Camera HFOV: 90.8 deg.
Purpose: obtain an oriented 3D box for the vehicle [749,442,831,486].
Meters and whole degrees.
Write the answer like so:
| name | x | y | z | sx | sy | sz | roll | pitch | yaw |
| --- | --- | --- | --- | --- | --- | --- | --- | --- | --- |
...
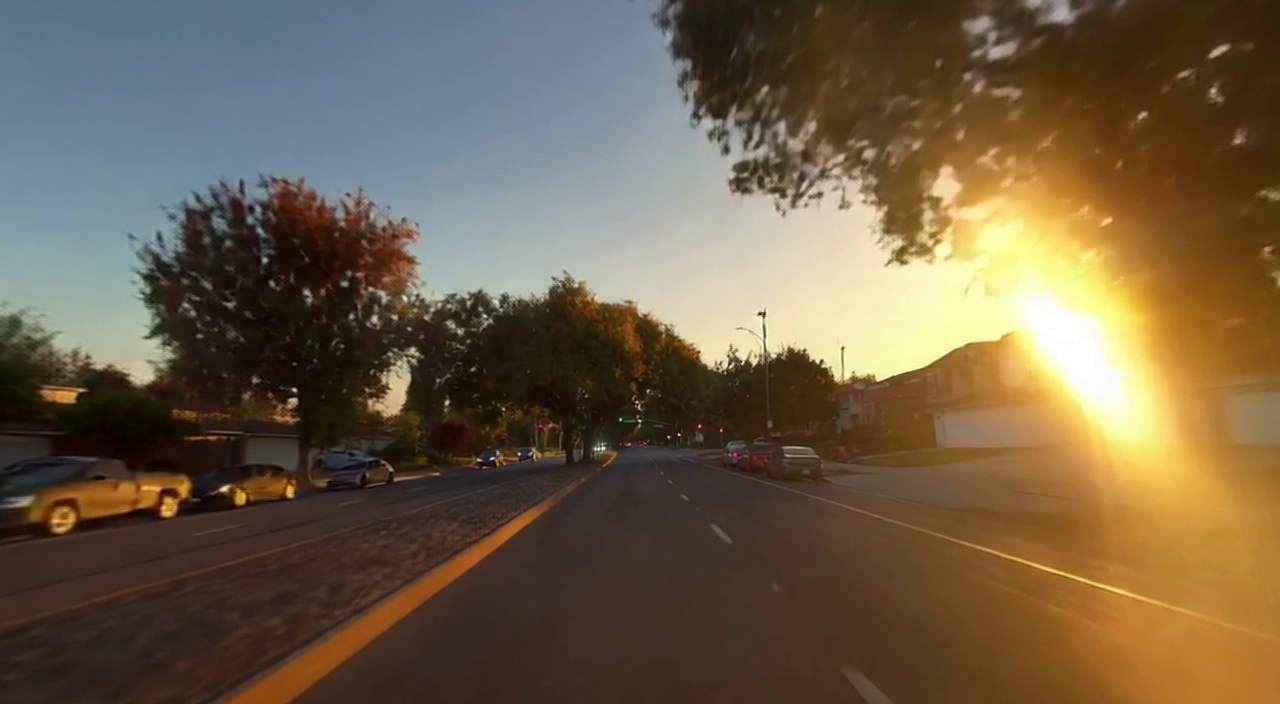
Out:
| name | x | y | z | sx | sy | sz | roll | pitch | yaw |
| --- | --- | --- | --- | --- | --- | --- | --- | --- | --- |
| vehicle | 5.550 | 4.170 | 23.920 | 1.875 | 1.466 | 4.355 | 0 | -8 | -2 |

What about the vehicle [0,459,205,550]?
| name | x | y | z | sx | sy | sz | roll | pitch | yaw |
| --- | --- | --- | --- | --- | --- | --- | --- | --- | --- |
| vehicle | -12.732 | 3.367 | 14.644 | 2.078 | 1.618 | 4.650 | 0 | -8 | -2 |

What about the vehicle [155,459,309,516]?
| name | x | y | z | sx | sy | sz | roll | pitch | yaw |
| --- | --- | --- | --- | --- | --- | --- | --- | --- | --- |
| vehicle | -12.794 | 4.248 | 20.268 | 1.817 | 1.485 | 4.687 | 0 | -8 | 0 |

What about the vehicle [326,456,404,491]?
| name | x | y | z | sx | sy | sz | roll | pitch | yaw |
| --- | --- | --- | --- | --- | --- | --- | --- | --- | --- |
| vehicle | -12.863 | 5.676 | 29.831 | 1.812 | 1.454 | 4.351 | 0 | -8 | -2 |
